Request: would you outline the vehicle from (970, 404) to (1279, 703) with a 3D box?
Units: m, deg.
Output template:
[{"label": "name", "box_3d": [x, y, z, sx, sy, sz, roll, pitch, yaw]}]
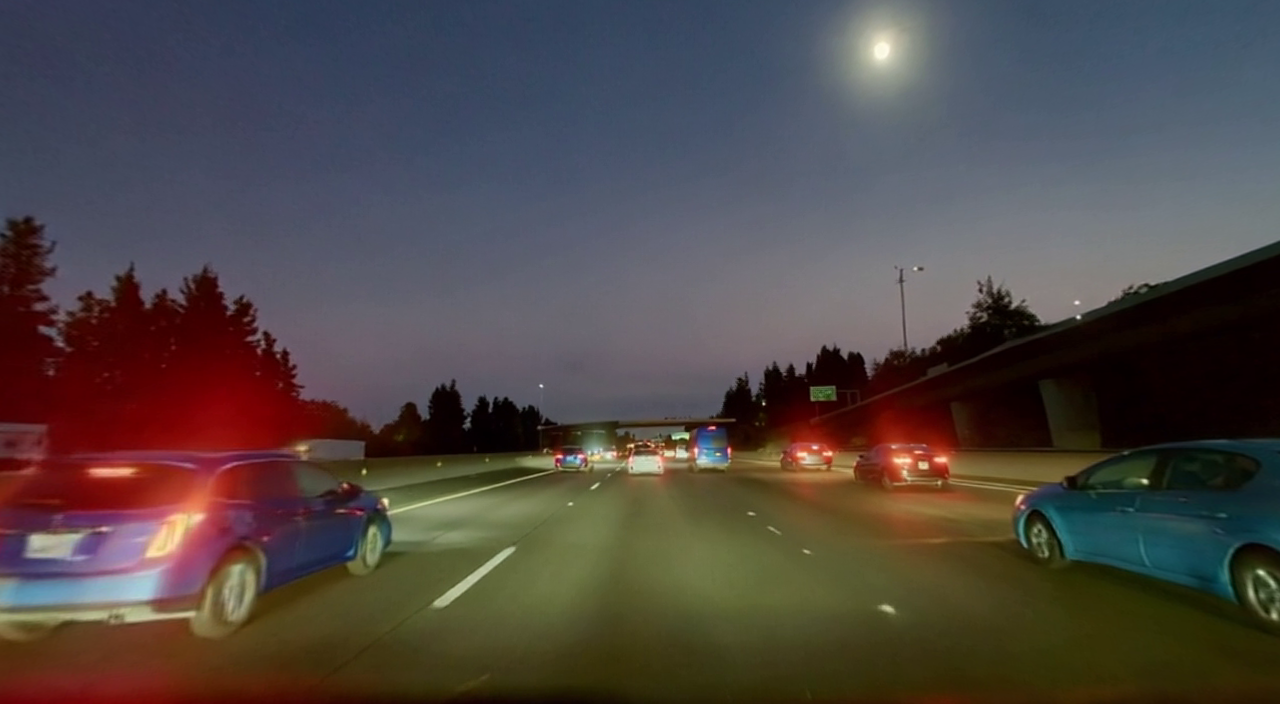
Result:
[{"label": "vehicle", "box_3d": [4.121, 1.113, 3.573, 2.085, 1.558, 4.466, 0, -8, 0]}]

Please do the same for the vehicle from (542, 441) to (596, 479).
[{"label": "vehicle", "box_3d": [-3.397, 5.269, 31.045, 2.078, 1.706, 4.298, -1, -8, 2]}]

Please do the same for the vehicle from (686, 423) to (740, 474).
[{"label": "vehicle", "box_3d": [4.246, 5.753, 37.866, 2.436, 2.745, 6.607, 0, -8, 0]}]

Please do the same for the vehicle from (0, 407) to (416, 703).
[{"label": "vehicle", "box_3d": [-3.690, 1.361, 5.231, 2.137, 1.562, 3.926, 0, -8, 1]}]

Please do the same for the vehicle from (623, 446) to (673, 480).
[{"label": "vehicle", "box_3d": [0.362, 5.162, 29.591, 2.174, 1.467, 4.005, 0, -8, 0]}]
